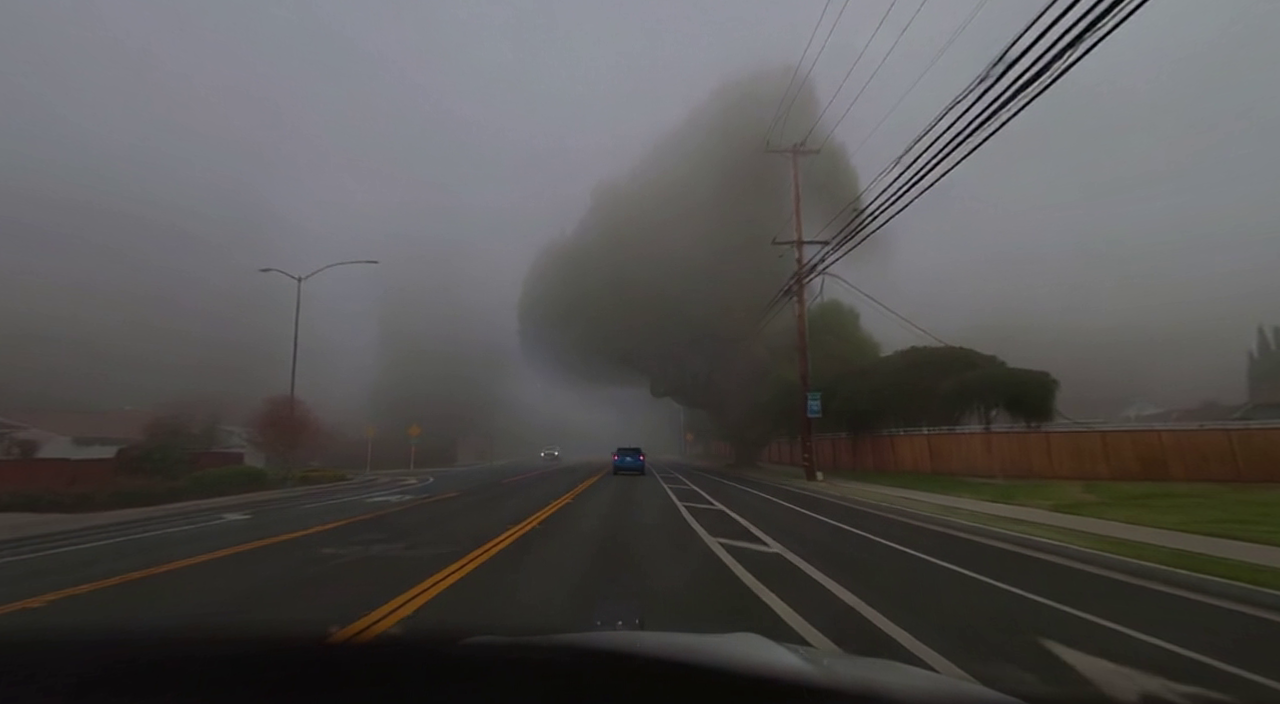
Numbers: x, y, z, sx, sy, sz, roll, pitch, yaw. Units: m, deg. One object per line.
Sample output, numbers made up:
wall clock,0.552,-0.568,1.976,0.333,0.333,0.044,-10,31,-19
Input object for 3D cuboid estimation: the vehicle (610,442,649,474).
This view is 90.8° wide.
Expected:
vehicle,-0.581,6.077,36.393,2.139,1.699,3.916,0,-9,-1
